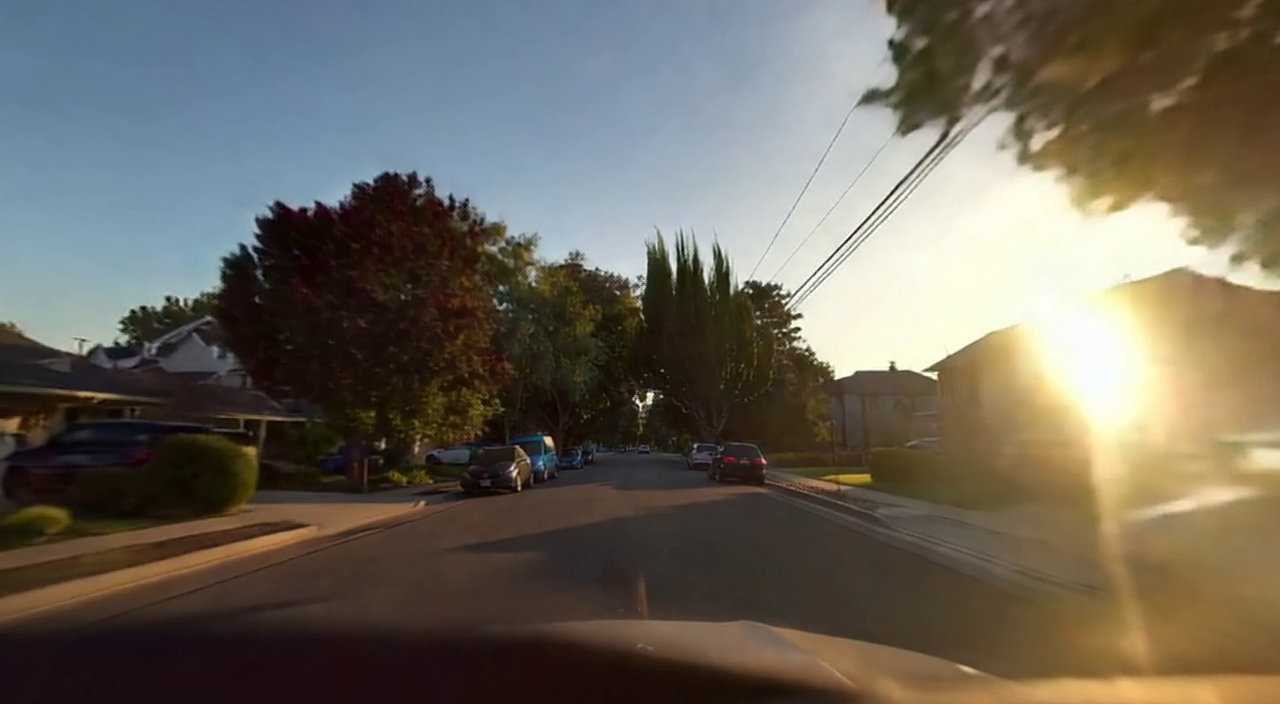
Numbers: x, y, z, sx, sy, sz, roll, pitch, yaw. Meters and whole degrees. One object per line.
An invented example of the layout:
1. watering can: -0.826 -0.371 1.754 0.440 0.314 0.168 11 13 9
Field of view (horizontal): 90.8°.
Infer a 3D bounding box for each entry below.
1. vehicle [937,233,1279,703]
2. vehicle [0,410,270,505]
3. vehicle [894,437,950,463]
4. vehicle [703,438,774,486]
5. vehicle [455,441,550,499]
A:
1. vehicle: 3.597 0.540 1.241 2.744 2.152 6.605 1 -9 -1
2. vehicle: -12.490 2.462 15.009 5.716 2.001 2.535 1 -8 0
3. vehicle: 19.450 6.786 43.793 2.086 1.658 4.154 0 -9 2
4. vehicle: 4.126 4.743 27.578 2.152 1.810 5.846 1 -9 0
5. vehicle: -4.575 3.962 21.800 2.116 1.659 4.832 -2 -8 1
